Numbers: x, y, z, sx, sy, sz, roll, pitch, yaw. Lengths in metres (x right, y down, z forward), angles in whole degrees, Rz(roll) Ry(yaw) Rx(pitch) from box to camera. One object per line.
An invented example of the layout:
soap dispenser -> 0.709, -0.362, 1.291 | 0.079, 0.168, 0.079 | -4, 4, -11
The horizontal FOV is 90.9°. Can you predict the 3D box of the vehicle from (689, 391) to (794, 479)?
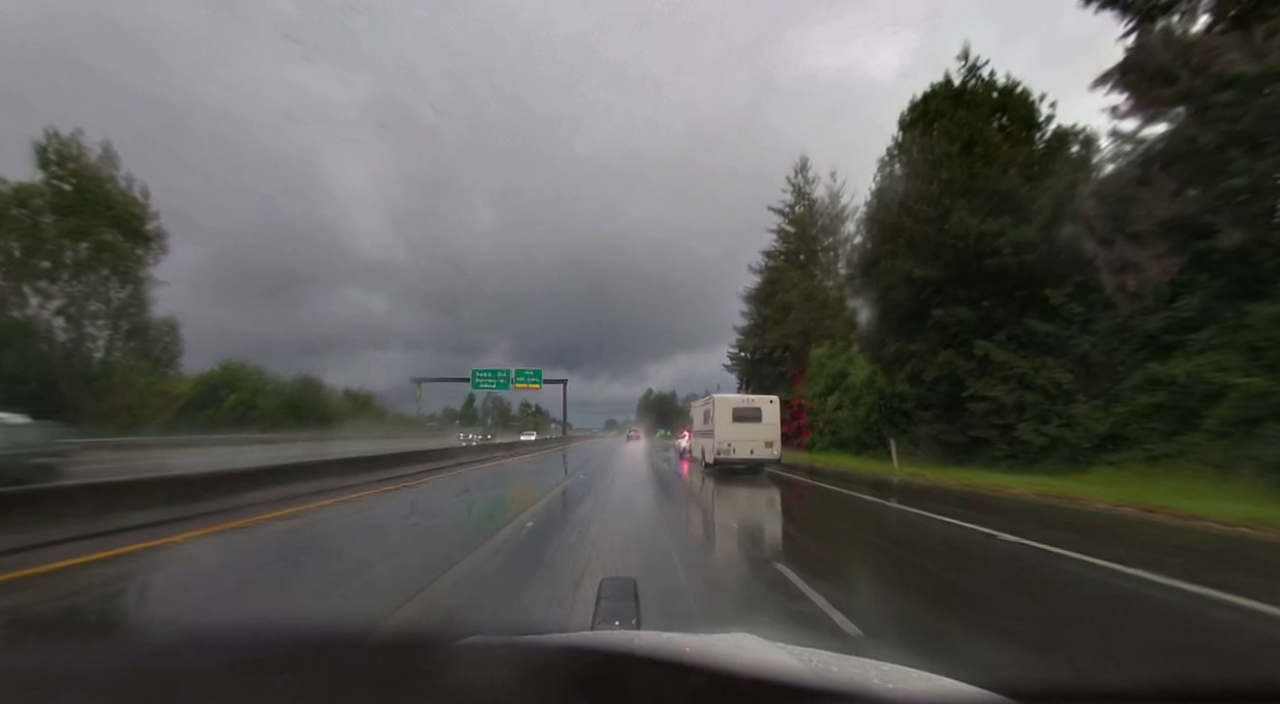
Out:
vehicle -> 3.303, 2.893, 21.990 | 2.590, 2.680, 5.445 | 0, -8, -2
